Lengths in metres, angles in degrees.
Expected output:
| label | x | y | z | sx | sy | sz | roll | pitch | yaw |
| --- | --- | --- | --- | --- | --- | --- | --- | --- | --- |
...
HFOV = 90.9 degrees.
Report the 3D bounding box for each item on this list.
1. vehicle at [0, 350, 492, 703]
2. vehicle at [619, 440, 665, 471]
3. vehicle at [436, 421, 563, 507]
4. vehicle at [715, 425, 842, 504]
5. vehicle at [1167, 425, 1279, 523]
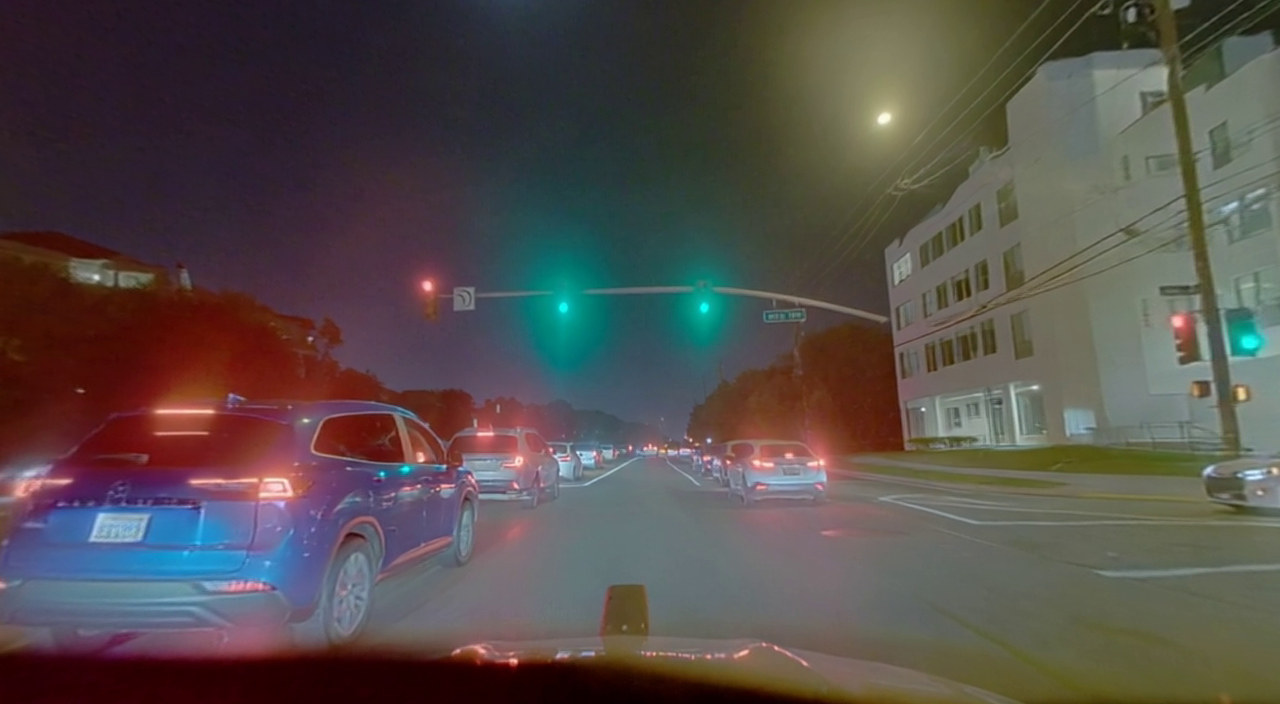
| label | x | y | z | sx | sy | sz | roll | pitch | yaw |
| --- | --- | --- | --- | --- | --- | --- | --- | --- | --- |
| vehicle | -2.881 | 1.176 | 5.288 | 2.127 | 1.754 | 4.287 | 0 | -8 | 2 |
| vehicle | 0.096 | 5.299 | 32.471 | 2.185 | 1.515 | 4.215 | 0 | -8 | 0 |
| vehicle | -3.137 | 2.617 | 15.116 | 1.958 | 1.744 | 4.315 | 0 | -8 | 1 |
| vehicle | 3.359 | 2.855 | 16.396 | 2.201 | 1.734 | 4.564 | 0 | -8 | -1 |
| vehicle | 11.970 | 2.041 | 10.688 | 4.119 | 1.574 | 2.028 | -4 | -9 | 24 |
